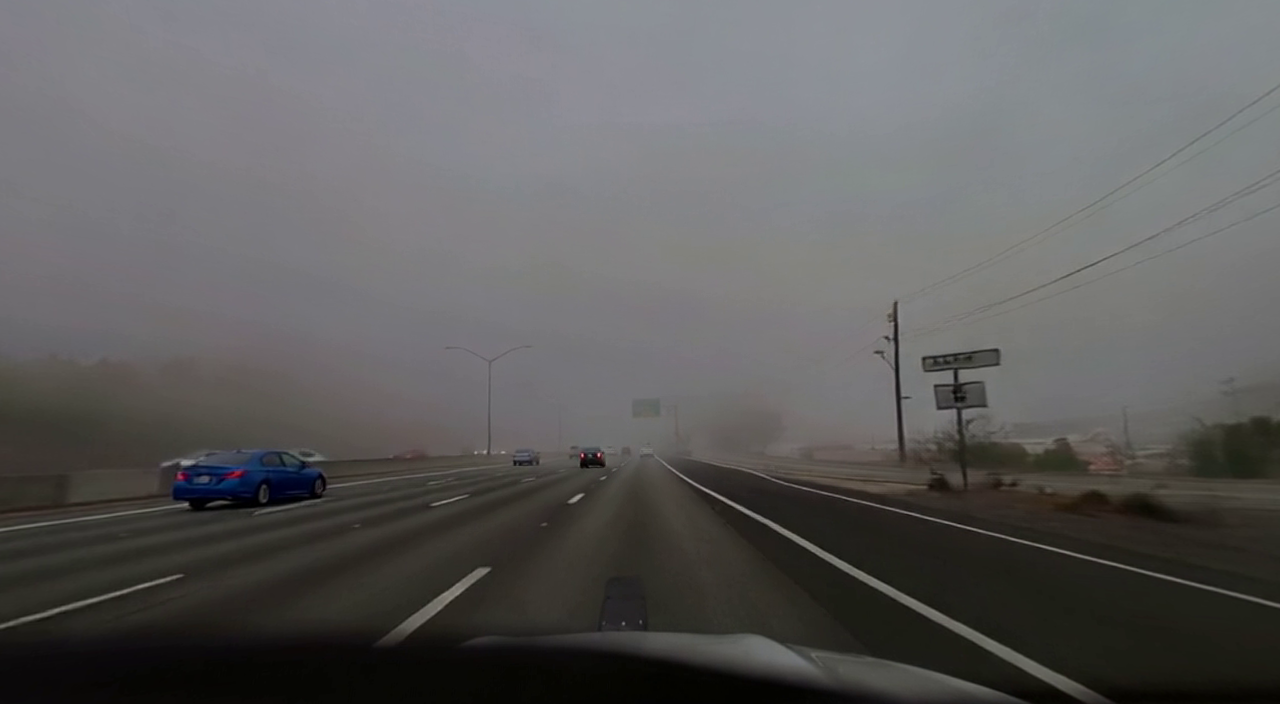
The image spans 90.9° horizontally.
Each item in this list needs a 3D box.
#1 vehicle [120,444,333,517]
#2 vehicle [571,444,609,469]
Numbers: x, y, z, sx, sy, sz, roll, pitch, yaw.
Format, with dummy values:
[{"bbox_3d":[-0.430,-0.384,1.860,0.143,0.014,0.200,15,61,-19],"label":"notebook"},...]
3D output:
[{"bbox_3d":[-9.967,3.077,15.819,2.002,1.526,4.822,0,-8,1],"label":"vehicle"},{"bbox_3d":[-3.174,6.753,41.039,2.050,1.479,4.342,0,-8,1],"label":"vehicle"}]
